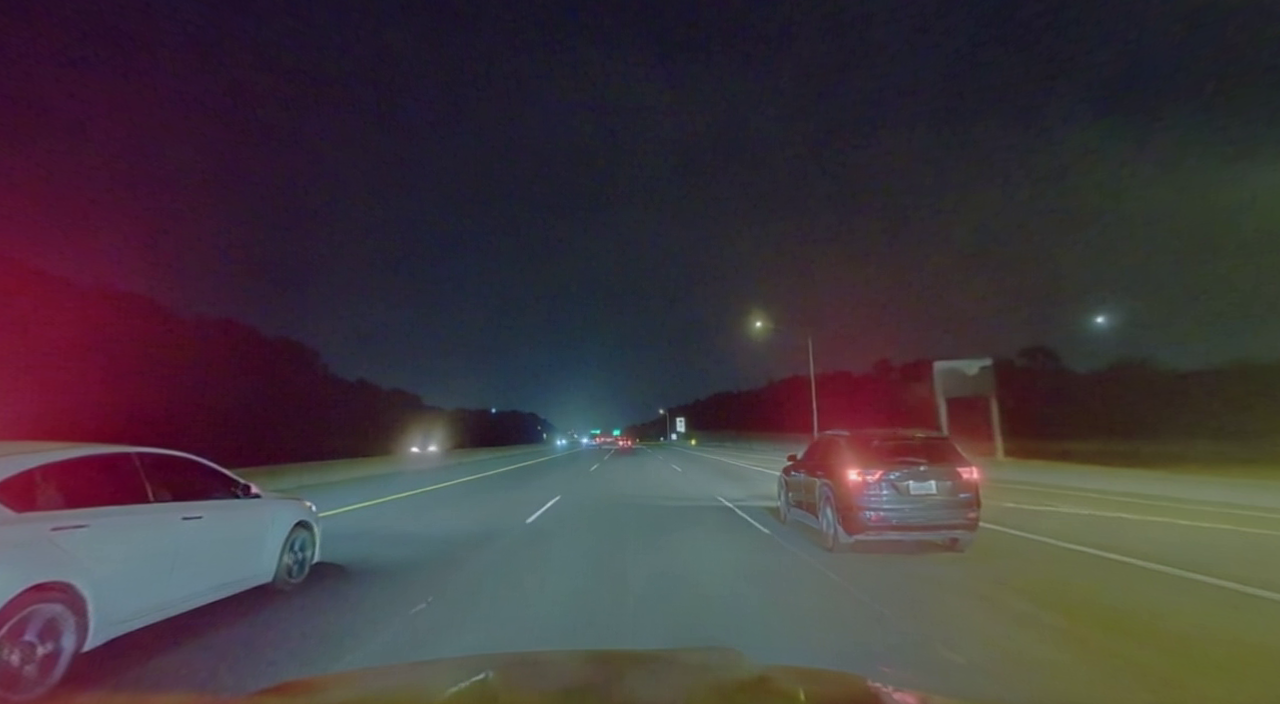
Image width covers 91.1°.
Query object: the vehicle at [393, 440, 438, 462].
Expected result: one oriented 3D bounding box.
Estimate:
[{"bbox_3d":[-16.859,7.443,47.420,1.911,1.576,4.301,0,-8,-1],"label":"vehicle"}]
